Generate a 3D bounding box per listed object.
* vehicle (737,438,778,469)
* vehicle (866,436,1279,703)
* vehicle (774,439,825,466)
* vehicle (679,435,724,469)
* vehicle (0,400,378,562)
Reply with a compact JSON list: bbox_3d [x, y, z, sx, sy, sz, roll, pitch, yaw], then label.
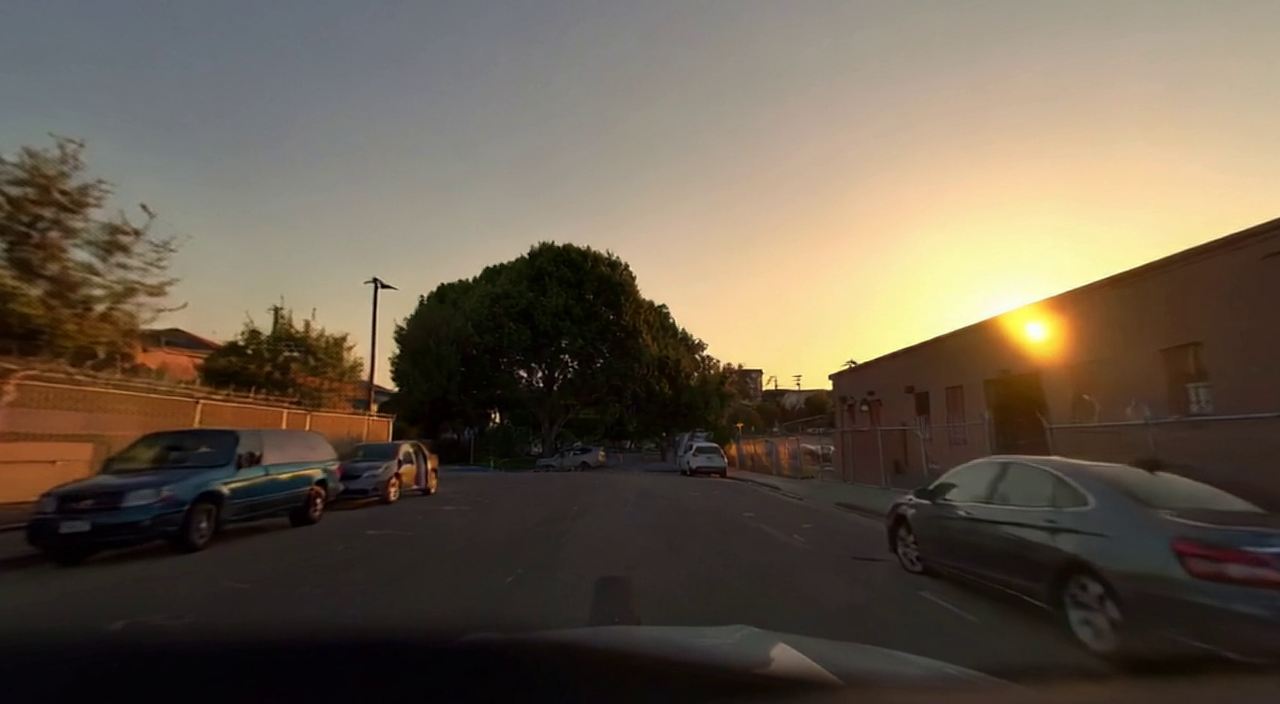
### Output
[{"bbox_3d":[7.365,6.449,39.882,1.911,1.685,3.764,3,-12,0],"label":"vehicle"},{"bbox_3d":[3.989,1.543,5.726,2.050,1.475,4.613,2,-7,-2],"label":"vehicle"},{"bbox_3d":[10.124,6.378,40.347,1.980,1.606,4.097,1,-8,-4],"label":"vehicle"},{"bbox_3d":[3.646,6.058,38.496,2.158,1.900,5.376,0,-8,-1],"label":"vehicle"},{"bbox_3d":[-6.845,1.982,10.587,2.504,1.919,5.658,-1,-8,0],"label":"vehicle"}]
